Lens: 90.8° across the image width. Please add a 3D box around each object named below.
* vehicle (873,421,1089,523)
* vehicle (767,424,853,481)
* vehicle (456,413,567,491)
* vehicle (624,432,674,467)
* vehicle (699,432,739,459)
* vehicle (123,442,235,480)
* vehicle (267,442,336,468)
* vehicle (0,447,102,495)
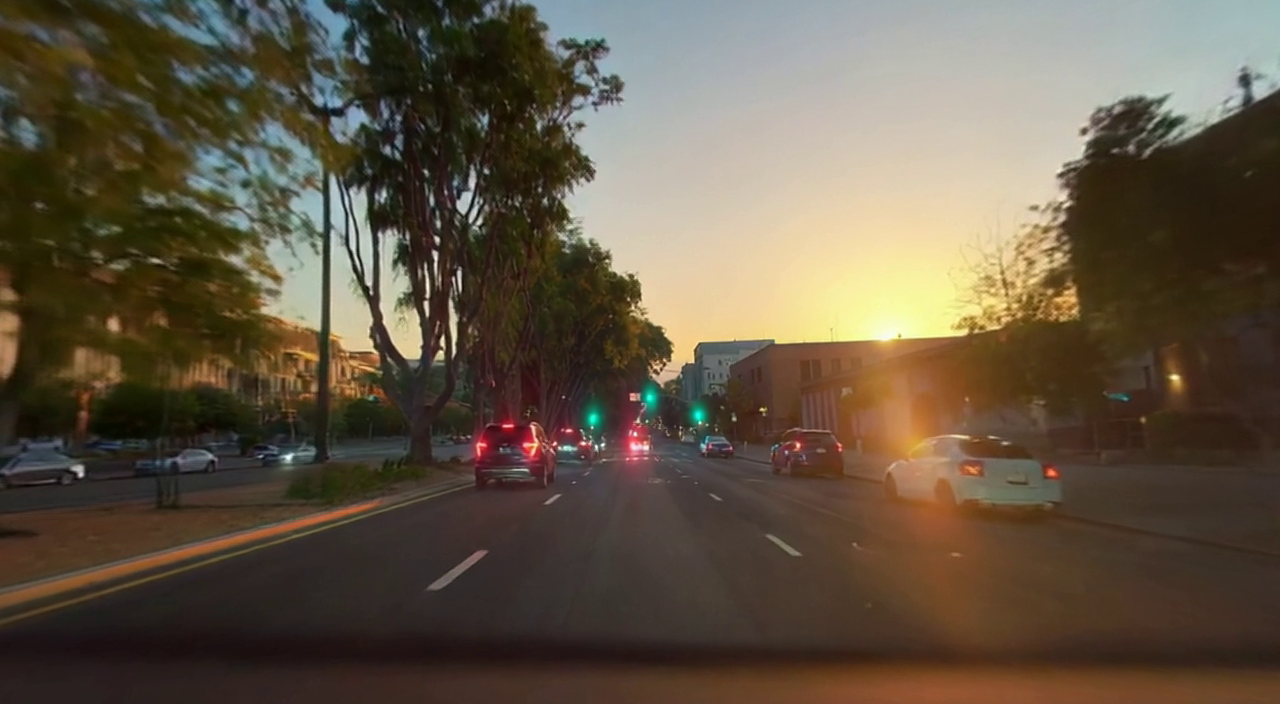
[{"bbox_3d":[6.619,2.355,12.909,2.164,1.727,3.955,-1,-8,0],"label":"vehicle"},{"bbox_3d":[6.374,3.842,24.320,1.997,1.943,4.409,0,-8,-1],"label":"vehicle"},{"bbox_3d":[-3.559,2.896,18.534,2.223,1.957,4.845,-1,-8,0],"label":"vehicle"},{"bbox_3d":[0.364,4.859,31.596,2.201,1.589,3.843,0,-8,-3],"label":"vehicle"},{"bbox_3d":[5.966,7.114,48.025,2.300,1.903,4.579,0,-8,-2],"label":"vehicle"},{"bbox_3d":[-22.248,5.239,30.762,1.910,1.632,4.624,-1,-8,0],"label":"vehicle"},{"bbox_3d":[-22.455,6.823,42.119,2.148,1.607,4.428,0,-8,-1],"label":"vehicle"},{"bbox_3d":[-21.993,4.102,21.937,2.111,1.554,5.163,-1,-8,0],"label":"vehicle"}]
